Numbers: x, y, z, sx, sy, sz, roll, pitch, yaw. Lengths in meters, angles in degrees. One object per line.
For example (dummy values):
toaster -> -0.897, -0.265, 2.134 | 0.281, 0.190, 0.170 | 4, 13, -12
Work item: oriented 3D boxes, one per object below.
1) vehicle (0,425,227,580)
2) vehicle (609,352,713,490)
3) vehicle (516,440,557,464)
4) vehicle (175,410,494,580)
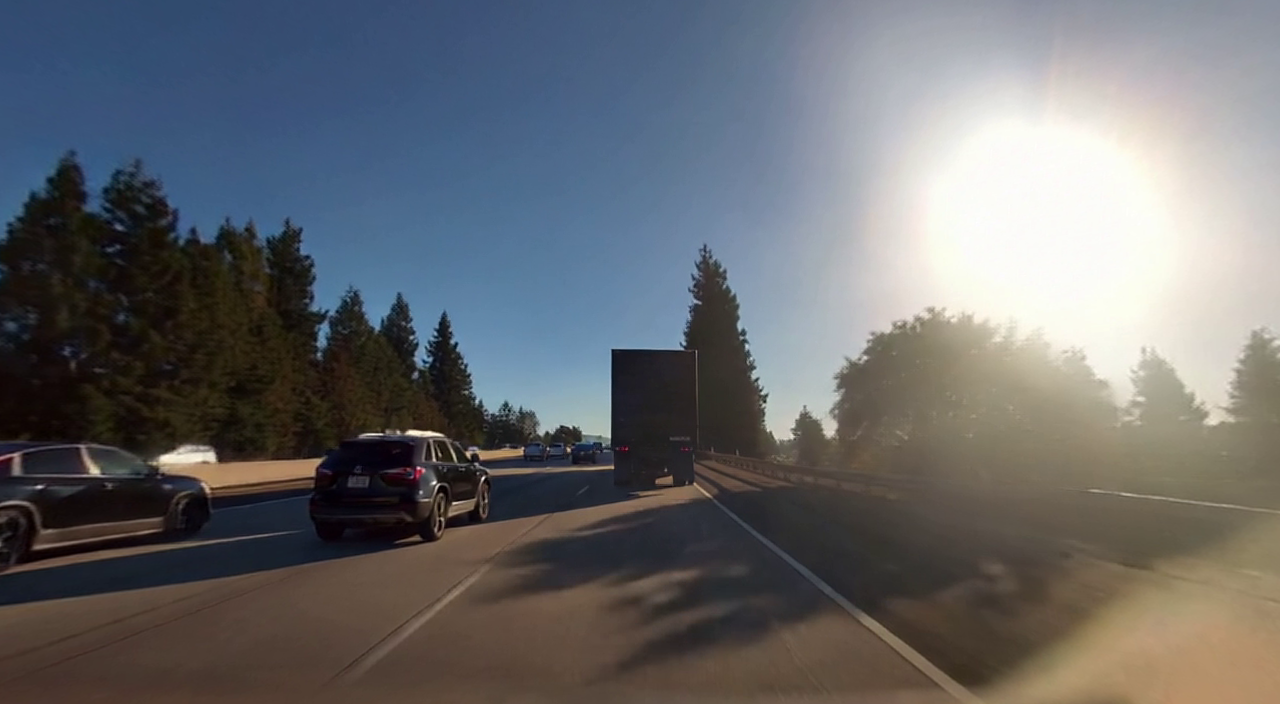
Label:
vehicle -> -7.203, 1.570, 6.849 | 2.063, 1.480, 4.842 | 0, -9, 1
vehicle -> 0.637, 2.686, 22.931 | 2.870, 3.841, 10.653 | 0, -9, 1
vehicle -> -6.720, 6.554, 41.467 | 1.882, 1.451, 4.416 | 0, -9, 1
vehicle -> -3.536, 1.736, 8.445 | 2.077, 1.671, 4.249 | 0, -9, 1
